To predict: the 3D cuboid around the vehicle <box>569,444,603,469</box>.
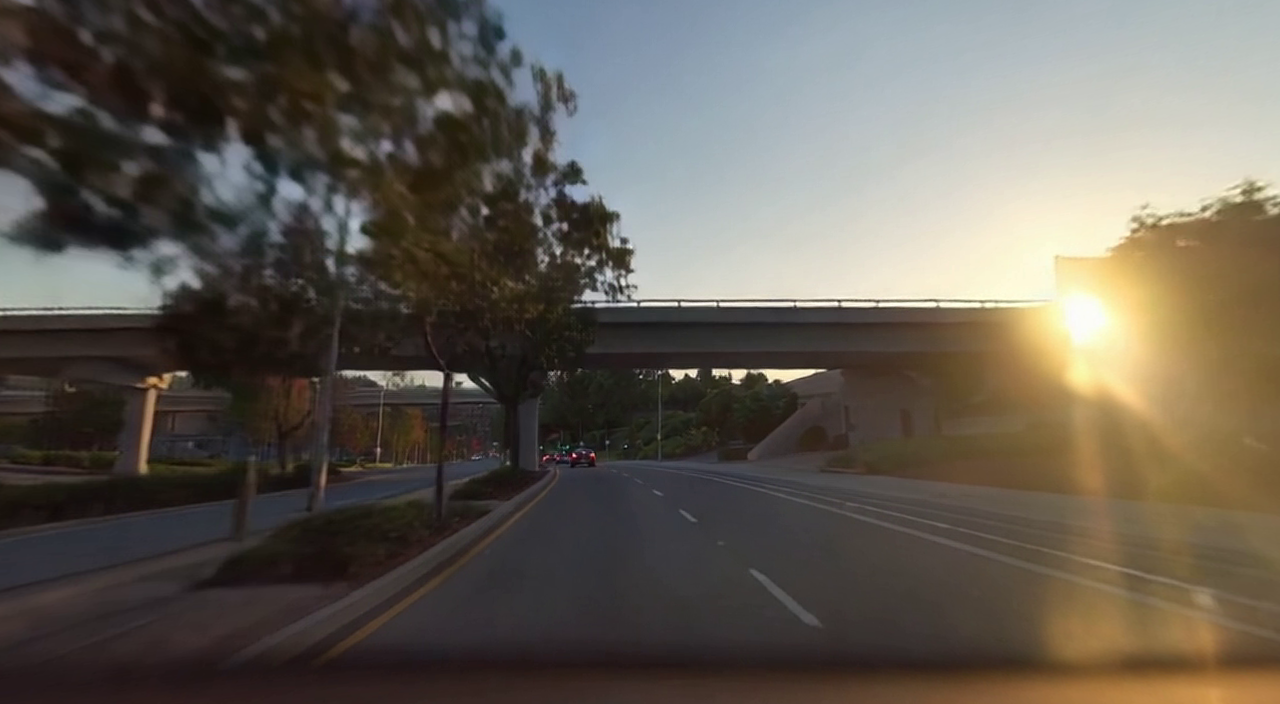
[{"bbox_3d":[-4.104,7.779,47.160,2.184,1.713,4.231,1,-9,-9],"label":"vehicle"}]
